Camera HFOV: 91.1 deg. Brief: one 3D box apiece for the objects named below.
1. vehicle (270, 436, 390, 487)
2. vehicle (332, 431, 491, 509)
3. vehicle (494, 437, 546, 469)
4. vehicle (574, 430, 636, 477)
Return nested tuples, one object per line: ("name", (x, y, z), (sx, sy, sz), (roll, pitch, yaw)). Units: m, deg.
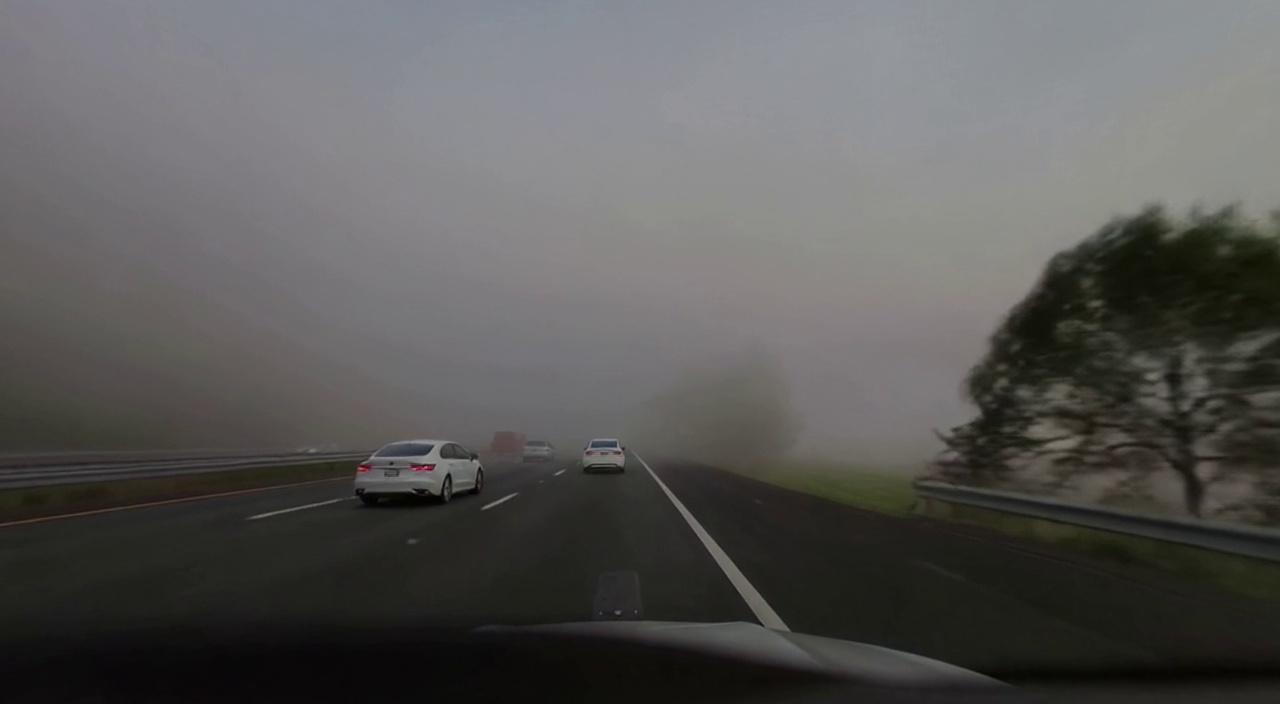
("vehicle", (-9.672, 3.399, 20.016), (1.850, 1.439, 3.932), (0, -8, -1))
("vehicle", (-4.912, 2.558, 14.296), (1.971, 1.464, 4.386), (0, -8, 0))
("vehicle", (-5.816, 4.918, 30.915), (1.835, 1.432, 3.835), (0, -8, -1))
("vehicle", (-1.310, 3.857, 24.293), (2.178, 1.658, 3.916), (0, -8, -2))
